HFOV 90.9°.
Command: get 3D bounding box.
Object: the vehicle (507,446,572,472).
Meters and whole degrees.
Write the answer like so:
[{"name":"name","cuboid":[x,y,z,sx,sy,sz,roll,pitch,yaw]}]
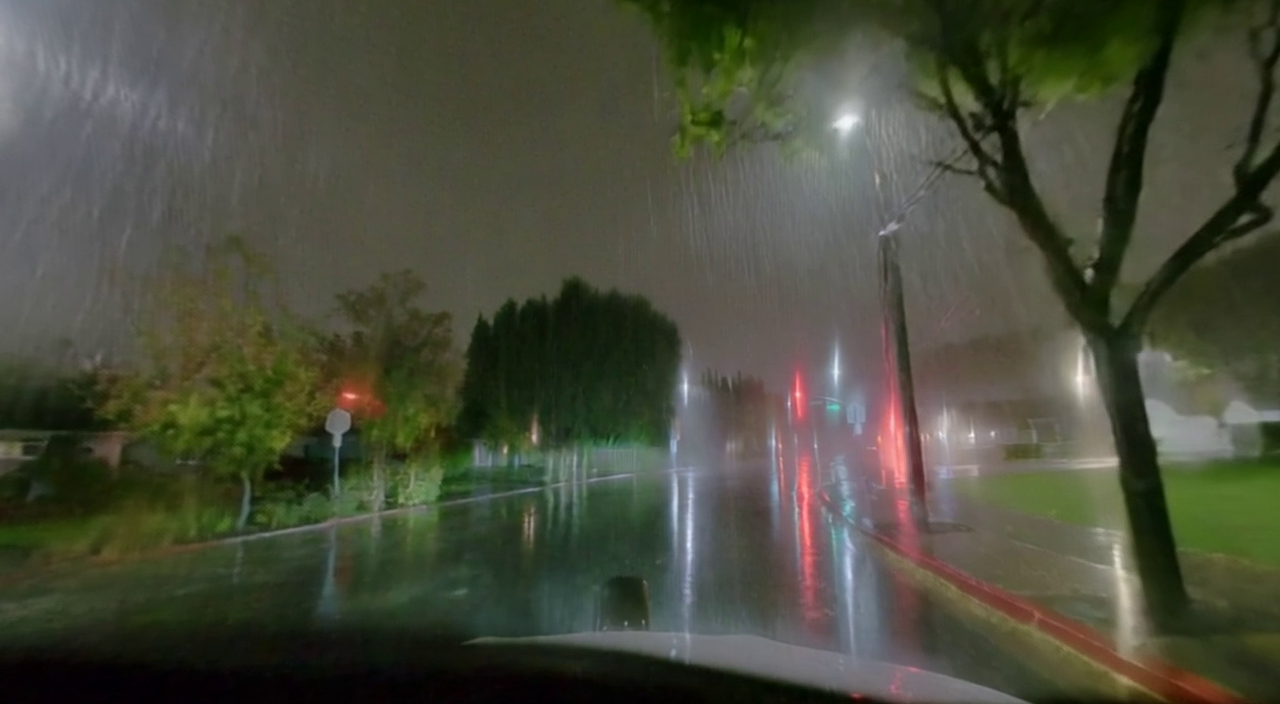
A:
[{"name":"vehicle","cuboid":[-6.765,7.250,42.904,4.252,1.681,1.854,1,-8,-7]}]
